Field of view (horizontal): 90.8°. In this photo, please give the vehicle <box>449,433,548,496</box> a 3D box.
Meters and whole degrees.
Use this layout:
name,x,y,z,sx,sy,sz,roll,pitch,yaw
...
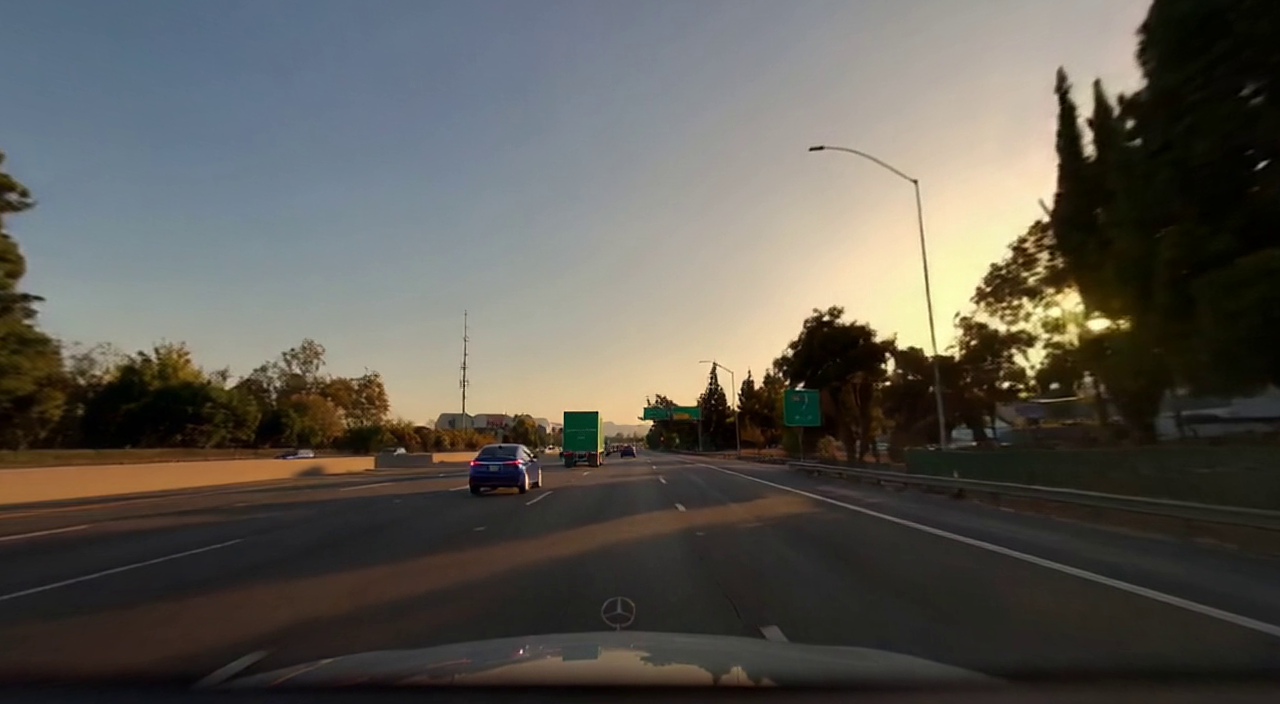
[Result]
name,x,y,z,sx,sy,sz,roll,pitch,yaw
vehicle,-4.097,3.341,19.068,2.033,1.669,4.112,0,-9,0
